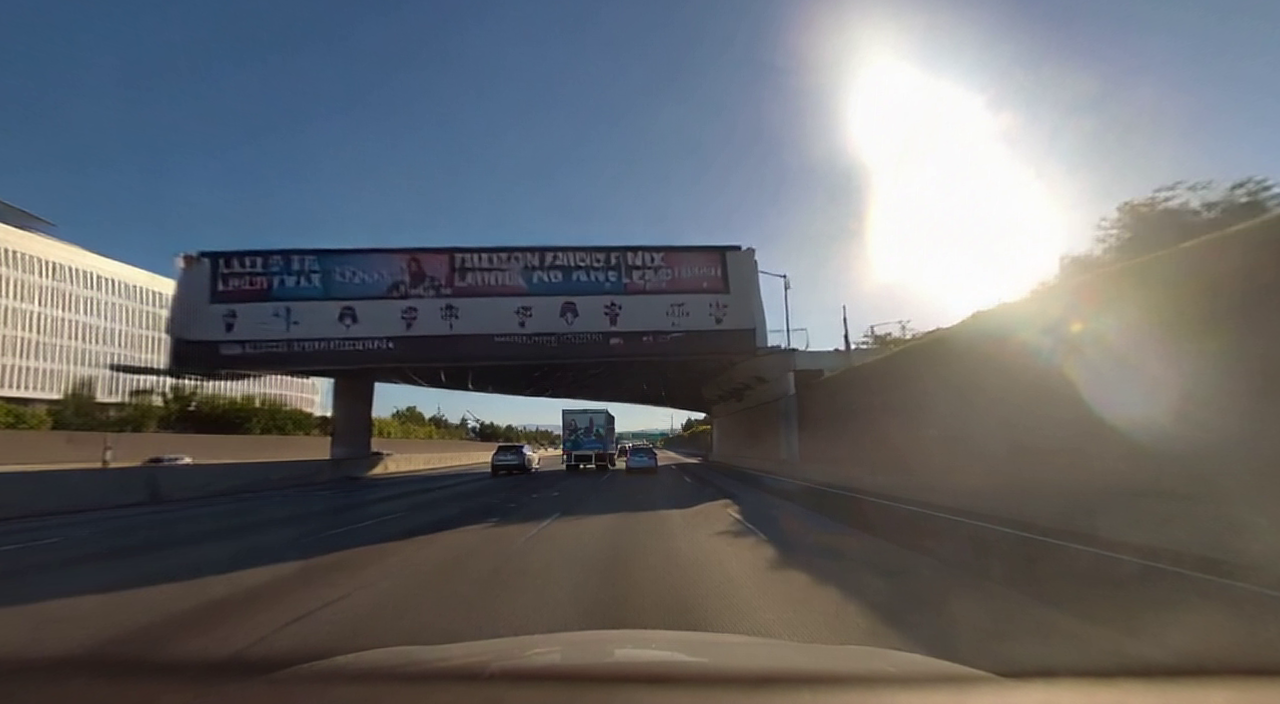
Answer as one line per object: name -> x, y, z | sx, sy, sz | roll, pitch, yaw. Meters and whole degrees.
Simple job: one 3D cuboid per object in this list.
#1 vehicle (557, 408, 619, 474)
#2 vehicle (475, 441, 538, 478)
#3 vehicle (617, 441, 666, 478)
vehicle -> -2.903, 5.380, 37.897 | 2.794, 3.460, 8.595 | 0, -9, 1
vehicle -> -6.606, 5.361, 31.722 | 2.124, 1.674, 4.541 | 0, -9, 0
vehicle -> 0.053, 4.985, 29.358 | 2.168, 1.597, 3.615 | 0, -9, 0
